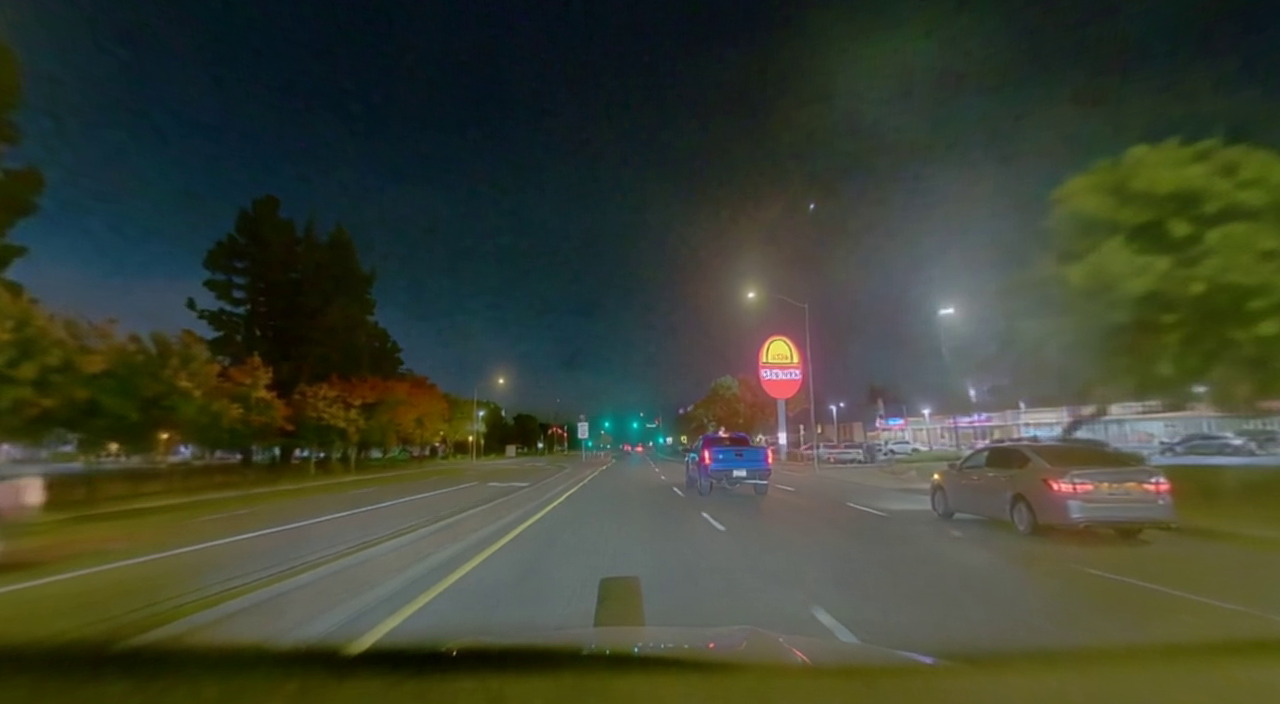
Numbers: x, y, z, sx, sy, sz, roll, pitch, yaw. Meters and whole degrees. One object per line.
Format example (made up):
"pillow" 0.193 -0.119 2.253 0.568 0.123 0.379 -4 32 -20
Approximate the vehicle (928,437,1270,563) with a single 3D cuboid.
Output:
"vehicle" 6.508 2.099 9.779 1.986 1.480 4.296 0 -9 -1

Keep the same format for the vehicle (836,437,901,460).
"vehicle" 17.477 7.448 48.540 4.262 1.714 2.084 -1 -9 6

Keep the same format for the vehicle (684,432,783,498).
"vehicle" 2.662 3.396 19.378 2.214 1.749 4.998 0 -9 -1
